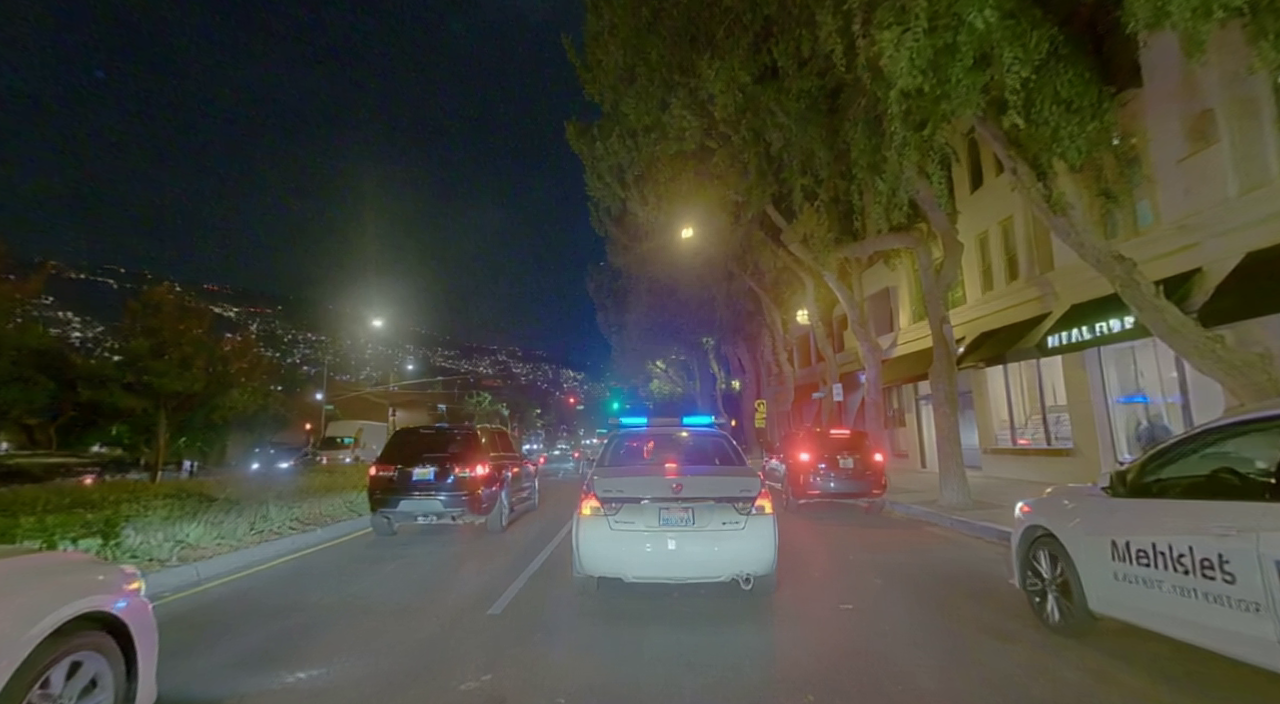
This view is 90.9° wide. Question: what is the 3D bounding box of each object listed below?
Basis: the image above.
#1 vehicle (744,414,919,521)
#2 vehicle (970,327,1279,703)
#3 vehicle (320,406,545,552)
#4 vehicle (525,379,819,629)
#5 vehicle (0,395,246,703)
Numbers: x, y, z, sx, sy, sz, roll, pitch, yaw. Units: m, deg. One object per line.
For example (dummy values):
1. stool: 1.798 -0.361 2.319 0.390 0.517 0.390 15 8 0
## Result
1. vehicle: 4.030 2.560 14.530 2.038 1.865 5.786 3 -9 -2
2. vehicle: 4.038 0.922 3.258 1.987 1.877 5.330 4 -8 2
3. vehicle: -2.937 1.923 10.205 2.135 1.806 4.514 0 -8 -1
4. vehicle: 0.214 1.377 6.567 2.075 1.770 4.018 0 -8 0
5. vehicle: -2.891 0.726 0.920 1.908 1.474 4.257 0 -8 -1
